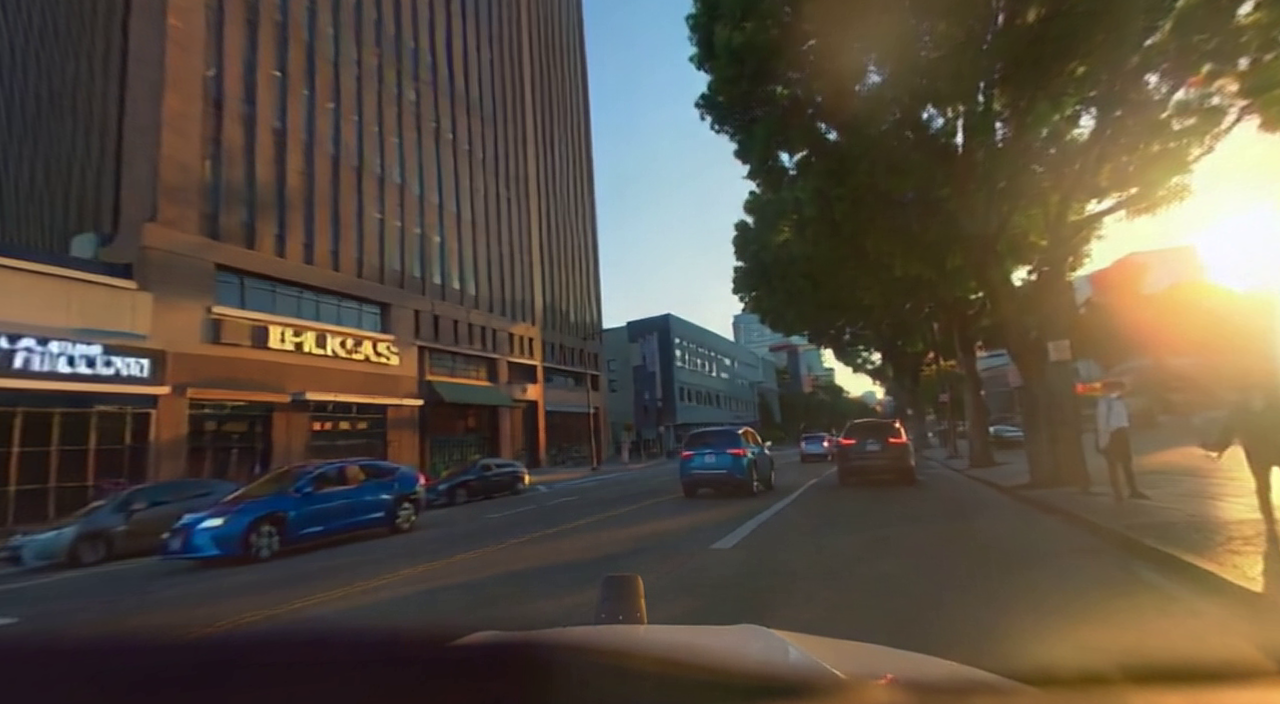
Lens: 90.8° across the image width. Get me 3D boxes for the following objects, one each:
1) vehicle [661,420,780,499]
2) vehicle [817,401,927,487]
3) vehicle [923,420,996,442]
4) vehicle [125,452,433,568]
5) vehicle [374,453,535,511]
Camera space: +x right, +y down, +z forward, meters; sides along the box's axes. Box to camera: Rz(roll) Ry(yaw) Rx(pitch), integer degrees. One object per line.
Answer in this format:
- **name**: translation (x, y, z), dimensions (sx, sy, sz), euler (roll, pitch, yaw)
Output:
- **vehicle**: translation (2.178, 2.669, 16.009), dimensions (2.023, 1.702, 4.152), euler (-4, -9, 20)
- **vehicle**: translation (6.263, 2.510, 17.235), dimensions (2.352, 1.953, 4.796), euler (-3, -9, 19)
- **vehicle**: translation (23.615, 5.885, 46.793), dimensions (4.426, 1.490, 1.862), euler (-3, -9, 13)
- **vehicle**: translation (-5.926, 2.573, 11.171), dimensions (1.857, 1.507, 4.504), euler (-4, -9, 20)
- **vehicle**: translation (-5.659, 4.036, 20.260), dimensions (2.103, 1.514, 5.374), euler (-4, -9, 21)
